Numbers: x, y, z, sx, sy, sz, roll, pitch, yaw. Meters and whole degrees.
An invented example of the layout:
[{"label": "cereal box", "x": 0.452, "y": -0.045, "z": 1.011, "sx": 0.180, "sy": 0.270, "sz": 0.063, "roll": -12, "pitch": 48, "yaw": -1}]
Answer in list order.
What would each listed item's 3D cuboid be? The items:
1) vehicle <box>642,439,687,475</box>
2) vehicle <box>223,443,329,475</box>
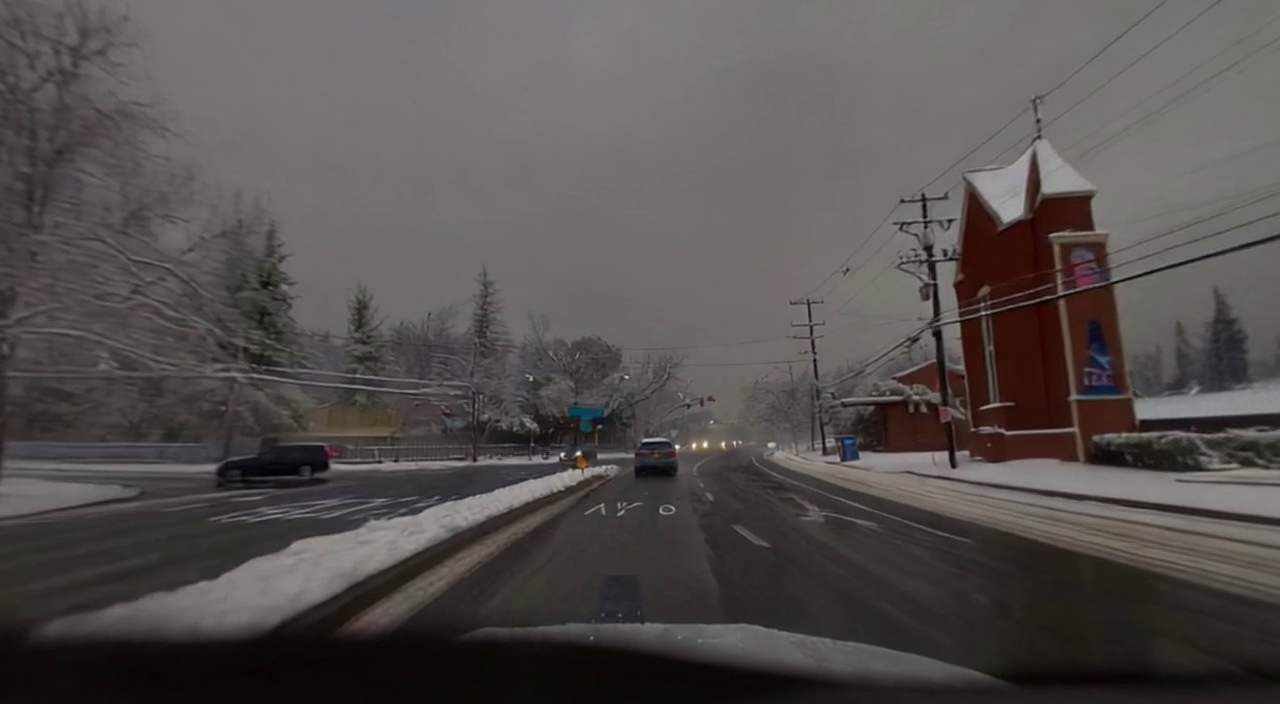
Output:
[{"label": "vehicle", "x": 1.247, "y": 5.036, "z": 30.490, "sx": 2.032, "sy": 1.621, "sz": 4.082, "roll": -1, "pitch": -8, "yaw": 4}, {"label": "vehicle", "x": -18.331, "y": 5.374, "z": 31.935, "sx": 4.430, "sy": 1.493, "sz": 2.210, "roll": 5, "pitch": -10, "yaw": -31}]
